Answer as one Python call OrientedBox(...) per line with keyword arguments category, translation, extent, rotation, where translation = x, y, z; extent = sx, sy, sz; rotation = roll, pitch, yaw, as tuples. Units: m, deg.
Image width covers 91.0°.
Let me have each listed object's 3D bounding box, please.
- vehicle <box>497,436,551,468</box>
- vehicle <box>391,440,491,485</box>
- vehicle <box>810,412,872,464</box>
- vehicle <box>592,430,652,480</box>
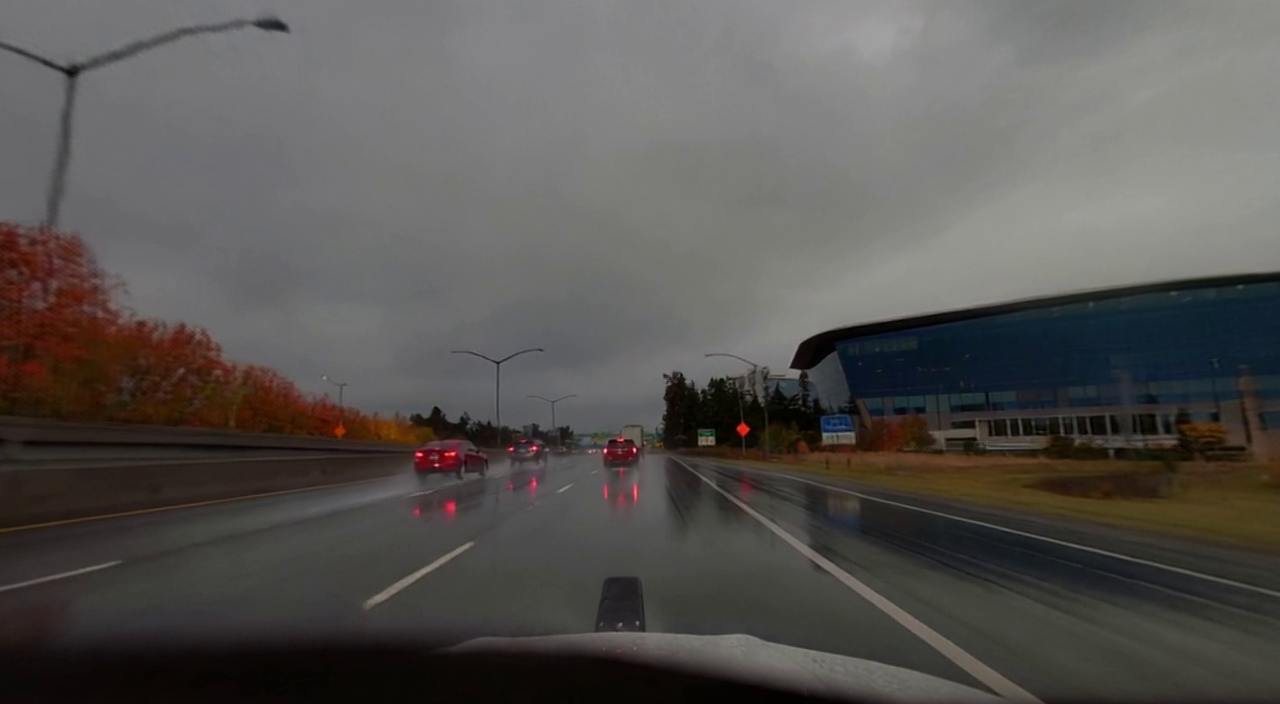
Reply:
OrientedBox(category="vehicle", translation=(-7.436, 6.477, 41.090), extent=(2.328, 1.927, 5.880), rotation=(0, -9, 1))
OrientedBox(category="vehicle", translation=(-7.235, 4.041, 23.449), extent=(2.074, 1.495, 4.643), rotation=(0, -9, 2))
OrientedBox(category="vehicle", translation=(14.524, 6.260, 45.749), extent=(2.879, 3.559, 4.020), rotation=(0, -9, -3))
OrientedBox(category="vehicle", translation=(-0.698, 4.229, 26.102), extent=(2.245, 1.863, 4.801), rotation=(0, -9, 0))
